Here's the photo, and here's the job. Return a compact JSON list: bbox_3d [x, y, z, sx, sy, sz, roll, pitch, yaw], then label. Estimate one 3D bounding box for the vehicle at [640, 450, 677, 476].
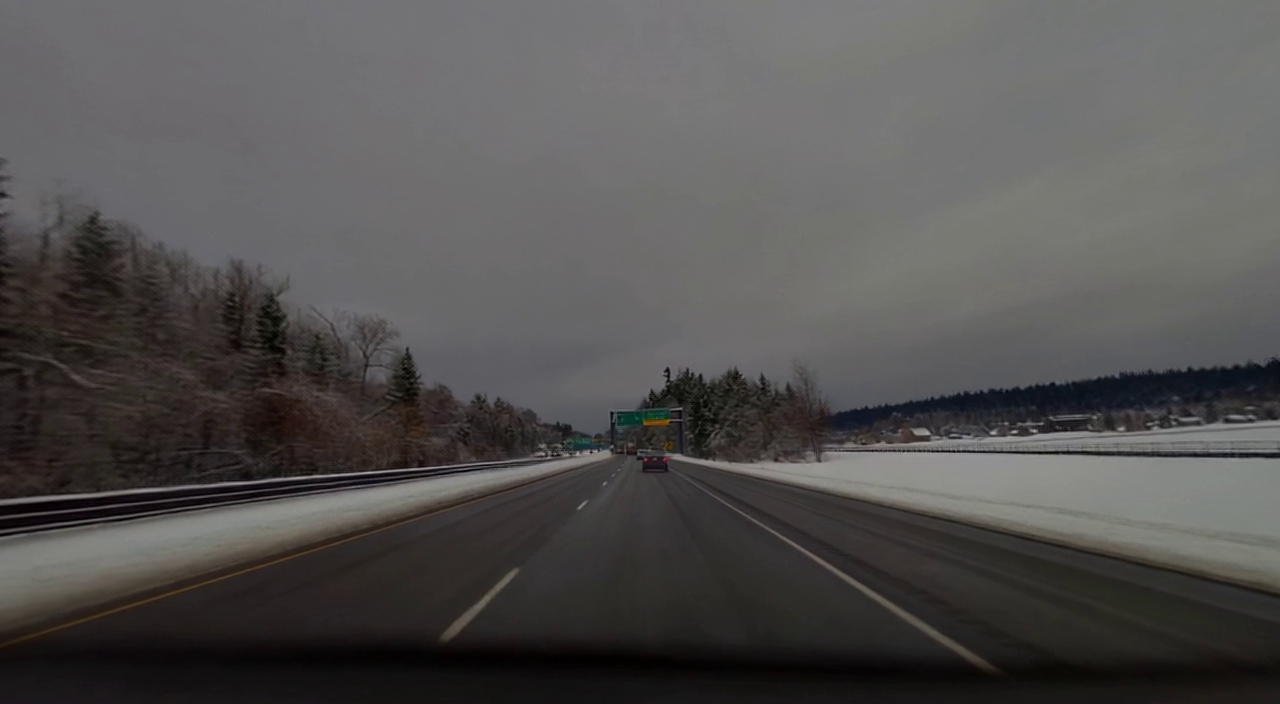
[{"bbox_3d":[1.021,6.462,36.816,2.036,1.457,3.471,0,-9,-1],"label":"vehicle"}]
